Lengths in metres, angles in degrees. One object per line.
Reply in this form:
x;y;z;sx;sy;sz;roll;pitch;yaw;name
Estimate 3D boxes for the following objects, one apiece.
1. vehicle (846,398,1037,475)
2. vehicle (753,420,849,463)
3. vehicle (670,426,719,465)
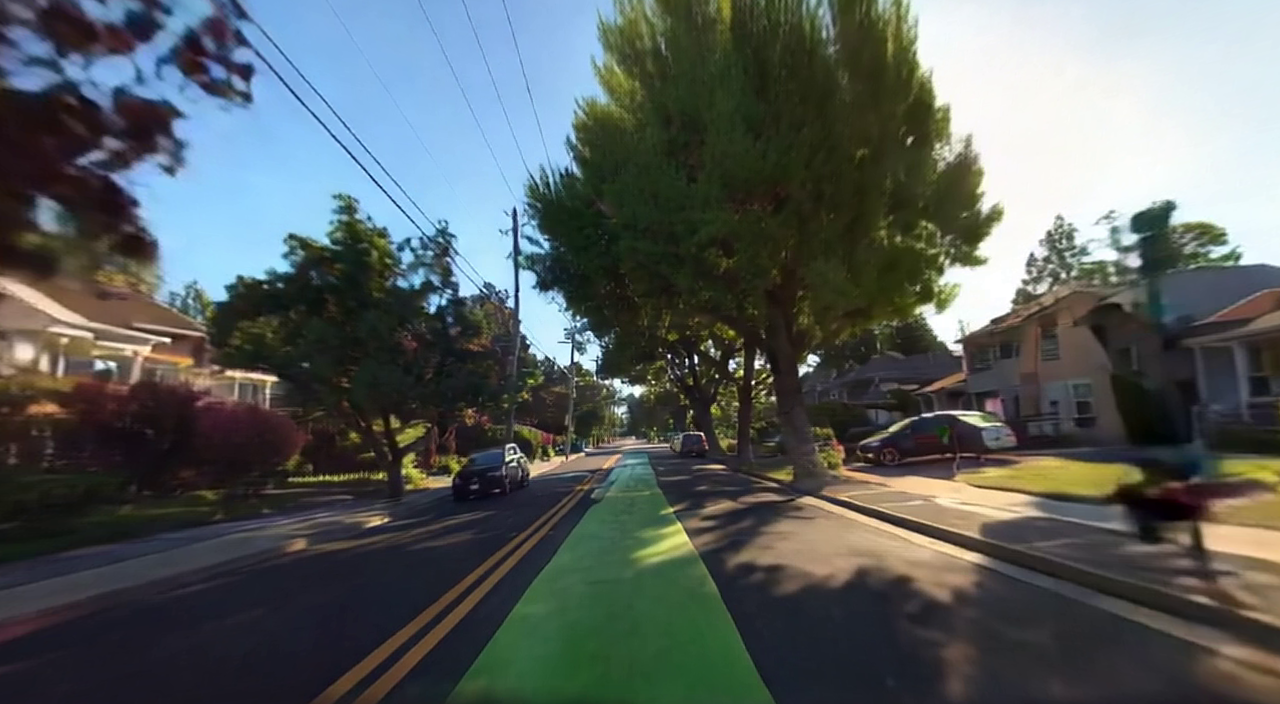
9.393;2.662;19.933;4.922;1.846;1.941;-5;-8;-5;vehicle
8.542;4.770;33.754;4.418;1.648;2.017;-7;-9;-1;vehicle
3.076;5.506;37.190;2.347;2.070;5.735;0;-9;0;vehicle
